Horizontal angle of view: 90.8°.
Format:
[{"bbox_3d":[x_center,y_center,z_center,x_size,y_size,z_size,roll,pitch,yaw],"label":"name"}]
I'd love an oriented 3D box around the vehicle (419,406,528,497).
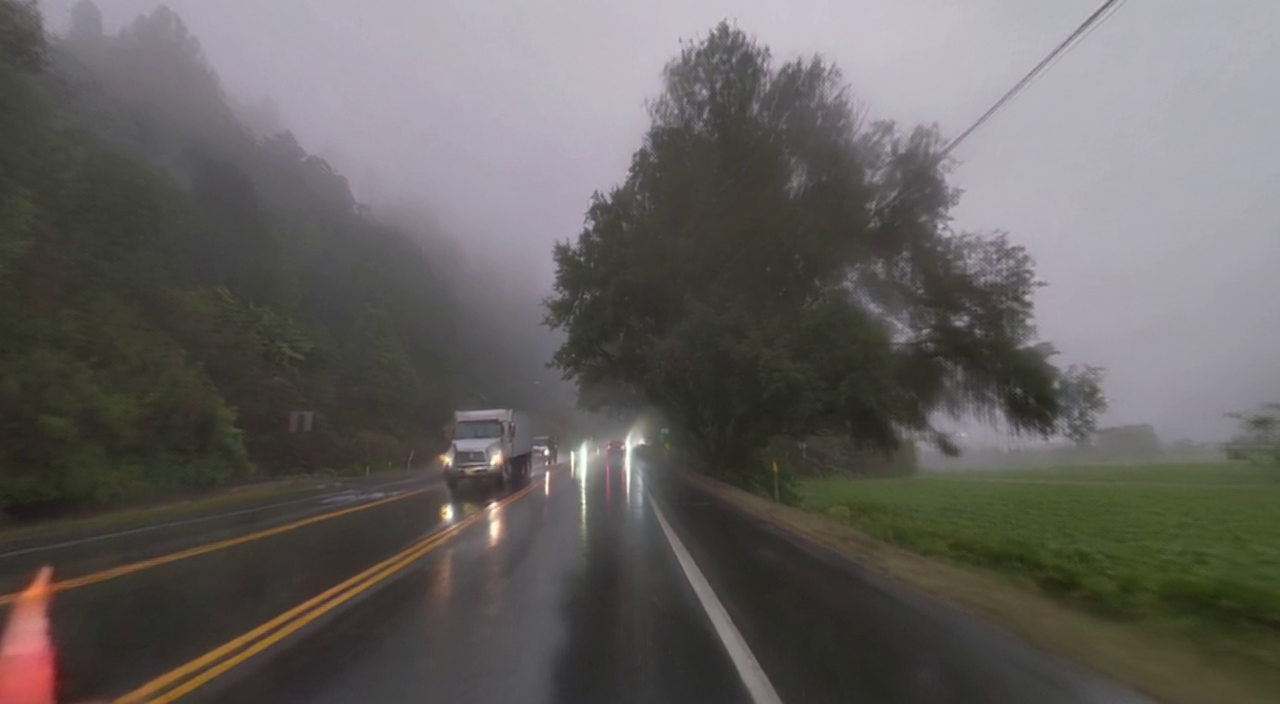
[{"bbox_3d":[-4.954,3.036,19.514,2.380,2.488,4.028,0,-8,-2],"label":"vehicle"}]
